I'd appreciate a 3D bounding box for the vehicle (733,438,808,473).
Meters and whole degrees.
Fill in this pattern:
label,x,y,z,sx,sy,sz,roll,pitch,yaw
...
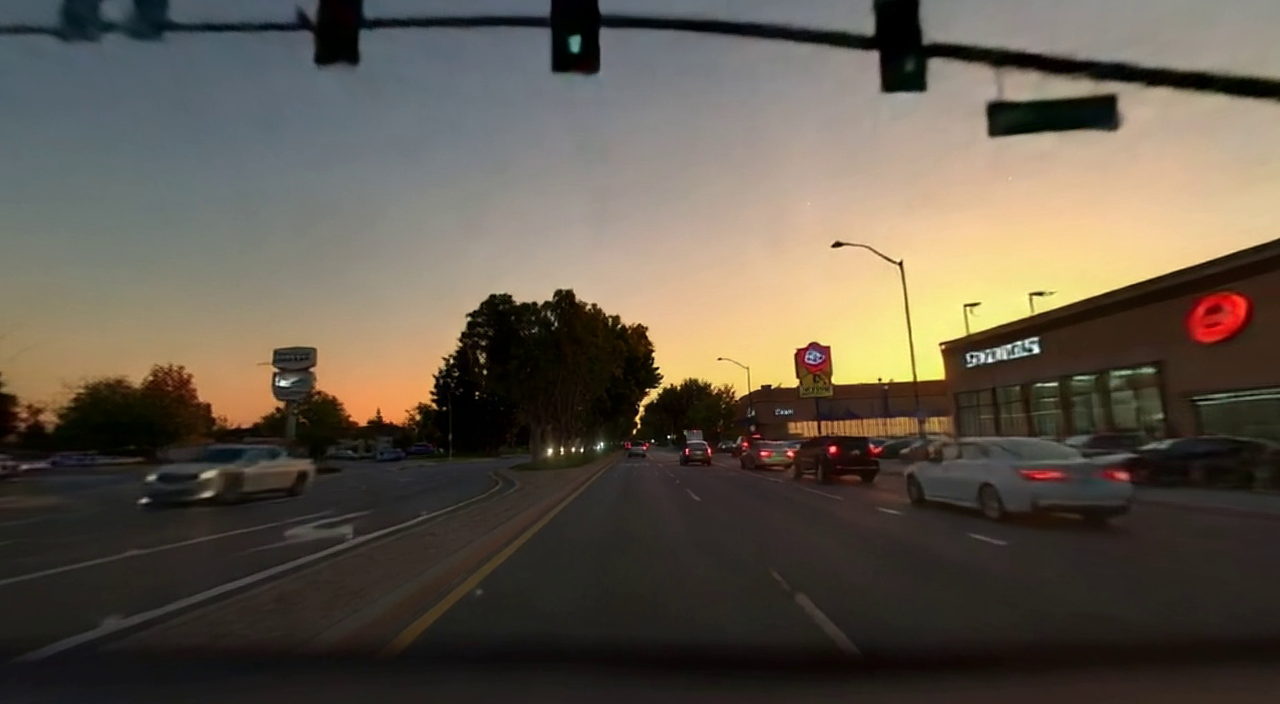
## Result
label,x,y,z,sx,sy,sz,roll,pitch,yaw
vehicle,6.024,4.813,29.814,2.072,1.491,4.753,1,-8,-6

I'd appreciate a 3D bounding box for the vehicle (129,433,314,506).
label,x,y,z,sx,sy,sz,roll,pitch,yaw
vehicle,-11.755,3.293,18.278,2.102,1.793,4.694,0,-8,0

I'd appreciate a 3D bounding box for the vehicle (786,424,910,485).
label,x,y,z,sx,sy,sz,roll,pitch,yaw
vehicle,6.873,3.447,21.596,2.268,1.822,5.038,0,-8,-3

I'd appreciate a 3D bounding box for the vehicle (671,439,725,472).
label,x,y,z,sx,sy,sz,roll,pitch,yaw
vehicle,2.715,4.963,30.588,2.099,1.463,4.365,0,-8,-1

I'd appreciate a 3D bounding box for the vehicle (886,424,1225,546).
label,x,y,z,sx,sy,sz,roll,pitch,yaw
vehicle,6.113,1.998,10.318,2.150,1.485,4.919,0,-8,-1
